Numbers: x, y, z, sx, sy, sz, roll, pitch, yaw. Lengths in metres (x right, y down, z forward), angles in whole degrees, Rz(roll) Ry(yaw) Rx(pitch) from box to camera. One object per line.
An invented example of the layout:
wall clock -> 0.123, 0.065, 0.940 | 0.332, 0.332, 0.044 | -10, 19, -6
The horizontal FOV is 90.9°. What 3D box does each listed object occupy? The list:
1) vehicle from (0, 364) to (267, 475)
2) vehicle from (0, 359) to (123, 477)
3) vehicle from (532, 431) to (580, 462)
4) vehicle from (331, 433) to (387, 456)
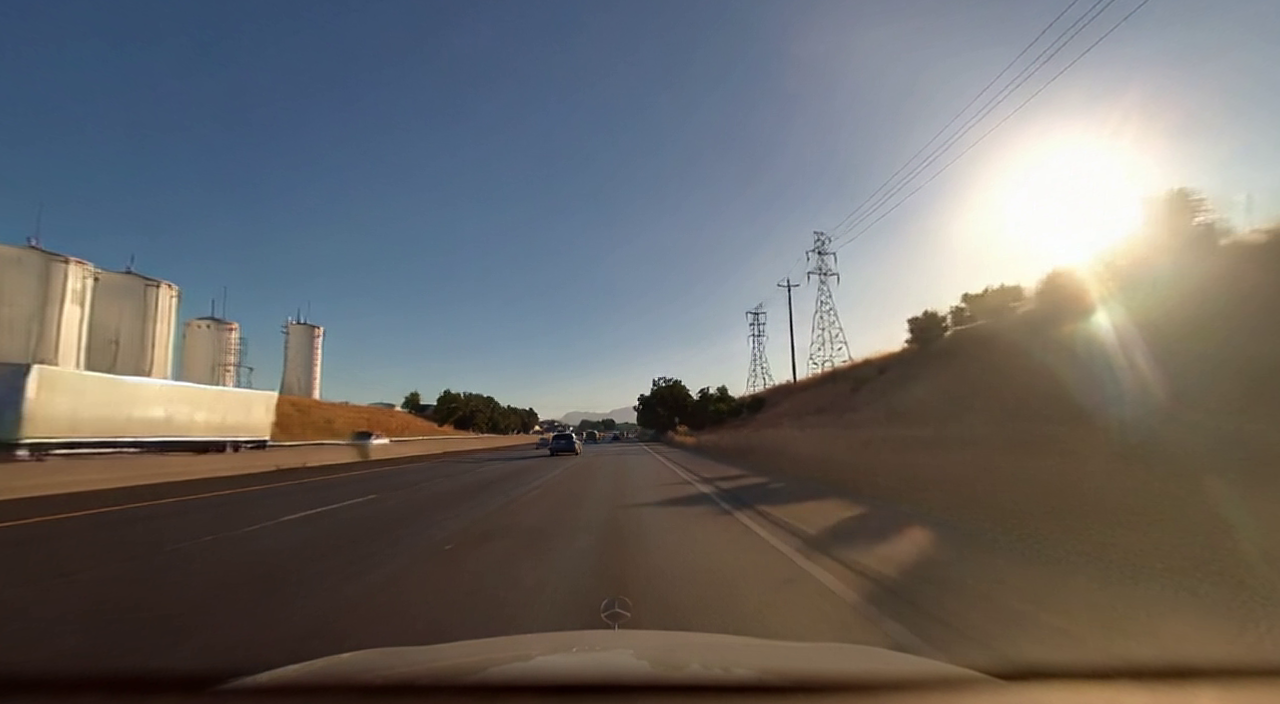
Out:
vehicle -> -23.563, 3.392, 30.278 | 2.877, 4.090, 14.040 | 0, -8, -1
vehicle -> -23.441, 2.537, 23.592 | 2.974, 4.004, 5.936 | 0, -8, -1
vehicle -> -4.166, 4.767, 31.944 | 1.952, 1.462, 3.969 | 0, -8, -1
vehicle -> -19.357, 6.387, 43.612 | 1.854, 1.492, 4.445 | 0, -8, -1
